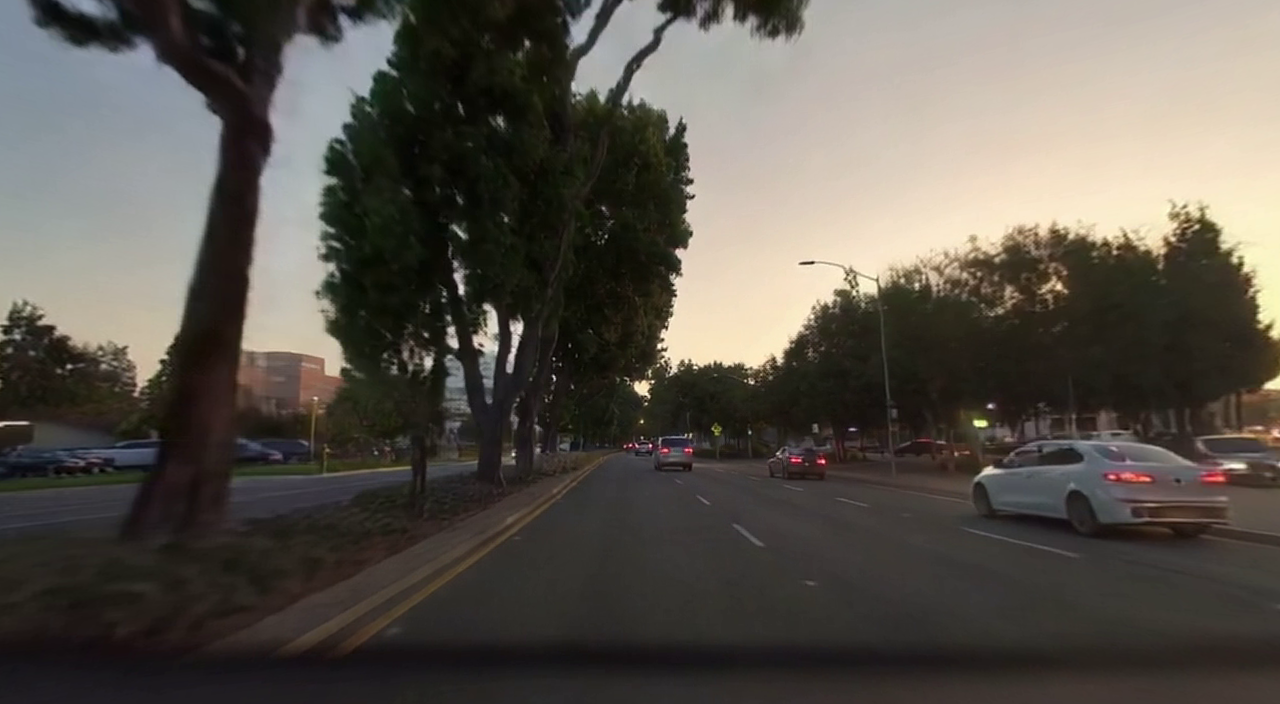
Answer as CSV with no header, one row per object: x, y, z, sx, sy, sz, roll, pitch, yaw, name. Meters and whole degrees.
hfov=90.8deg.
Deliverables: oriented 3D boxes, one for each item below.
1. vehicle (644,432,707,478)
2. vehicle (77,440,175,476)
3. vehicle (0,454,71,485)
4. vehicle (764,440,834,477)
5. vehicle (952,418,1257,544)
1.408,4.366,26.994,2.227,1.794,4.457,0,-8,-3,vehicle
-30.013,6.190,36.971,3.883,1.989,2.208,-1,-9,6,vehicle
-29.983,5.743,31.120,1.779,1.363,4.265,4,-9,-28,vehicle
7.213,4.885,29.169,2.029,1.548,4.422,0,-8,0,vehicle
7.459,2.090,10.864,2.025,1.719,4.161,0,-8,0,vehicle
